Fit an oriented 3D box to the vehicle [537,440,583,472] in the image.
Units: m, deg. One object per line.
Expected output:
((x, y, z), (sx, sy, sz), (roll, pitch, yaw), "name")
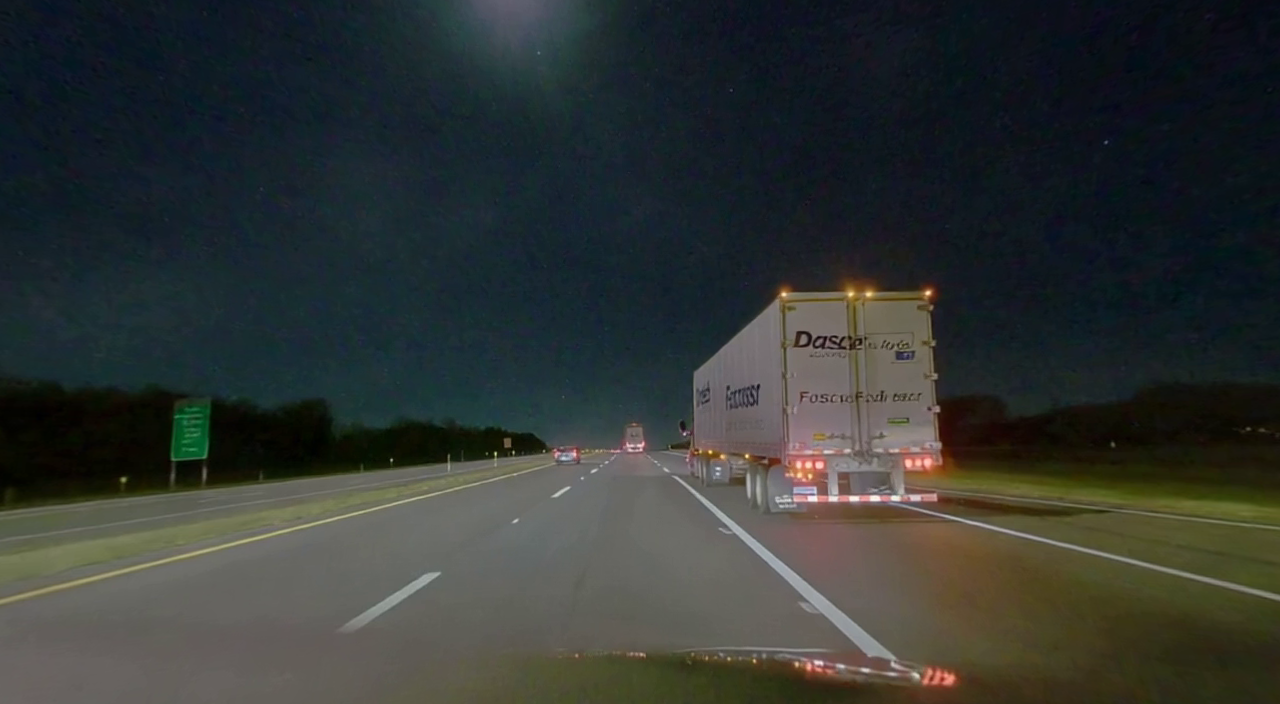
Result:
((-4.404, 5.827, 35.288), (2.099, 1.651, 4.397), (0, -9, -1), "vehicle")
